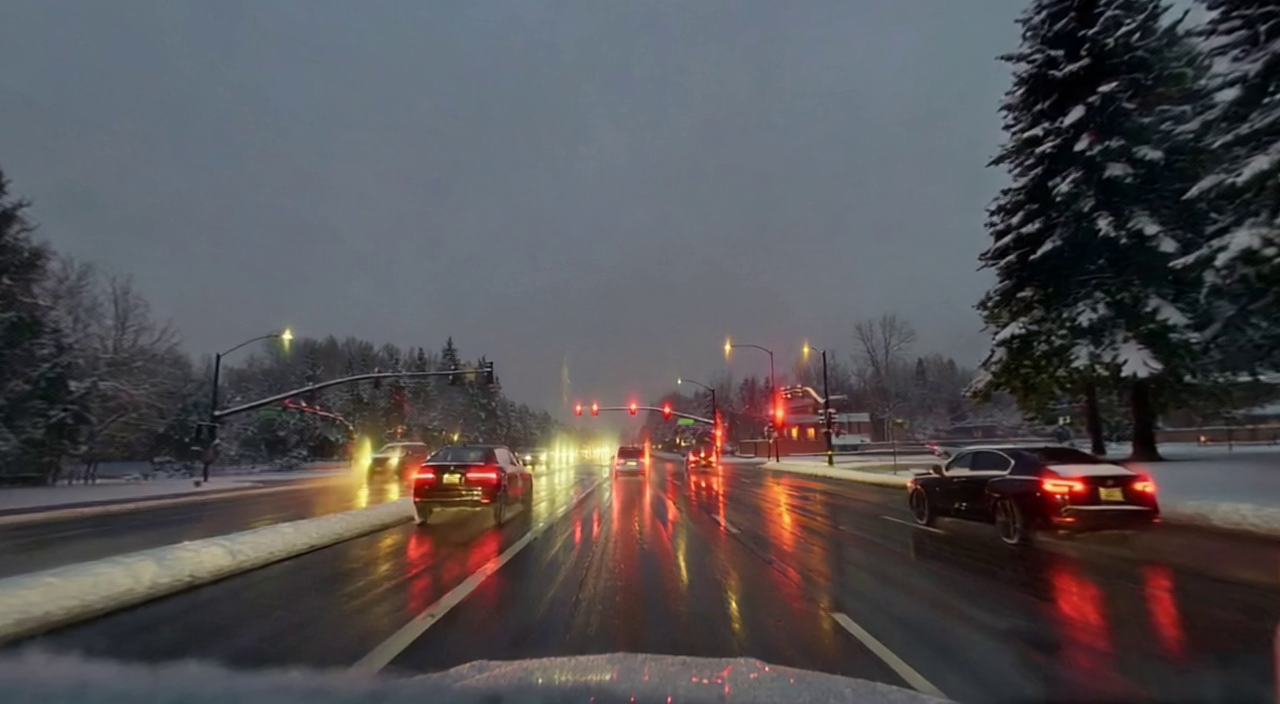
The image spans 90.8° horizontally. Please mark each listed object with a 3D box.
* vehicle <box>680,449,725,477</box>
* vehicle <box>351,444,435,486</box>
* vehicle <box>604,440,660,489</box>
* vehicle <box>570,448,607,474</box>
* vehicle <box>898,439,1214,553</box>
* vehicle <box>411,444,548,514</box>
[{"bbox_3d":[3.378,6.129,35.116,2.014,1.430,4.103,0,-8,-1],"label":"vehicle"},{"bbox_3d":[-10.988,5.033,28.486,2.026,1.706,4.041,0,-8,2],"label":"vehicle"},{"bbox_3d":[-0.291,4.330,24.712,2.008,1.716,4.125,0,-8,0],"label":"vehicle"},{"bbox_3d":[-3.128,6.701,39.076,2.002,1.502,4.057,0,-8,-1],"label":"vehicle"},{"bbox_3d":[6.317,2.199,10.490,2.028,1.451,4.625,0,-8,-1],"label":"vehicle"},{"bbox_3d":[-3.761,3.046,15.776,2.163,1.474,4.413,0,-8,1],"label":"vehicle"}]
